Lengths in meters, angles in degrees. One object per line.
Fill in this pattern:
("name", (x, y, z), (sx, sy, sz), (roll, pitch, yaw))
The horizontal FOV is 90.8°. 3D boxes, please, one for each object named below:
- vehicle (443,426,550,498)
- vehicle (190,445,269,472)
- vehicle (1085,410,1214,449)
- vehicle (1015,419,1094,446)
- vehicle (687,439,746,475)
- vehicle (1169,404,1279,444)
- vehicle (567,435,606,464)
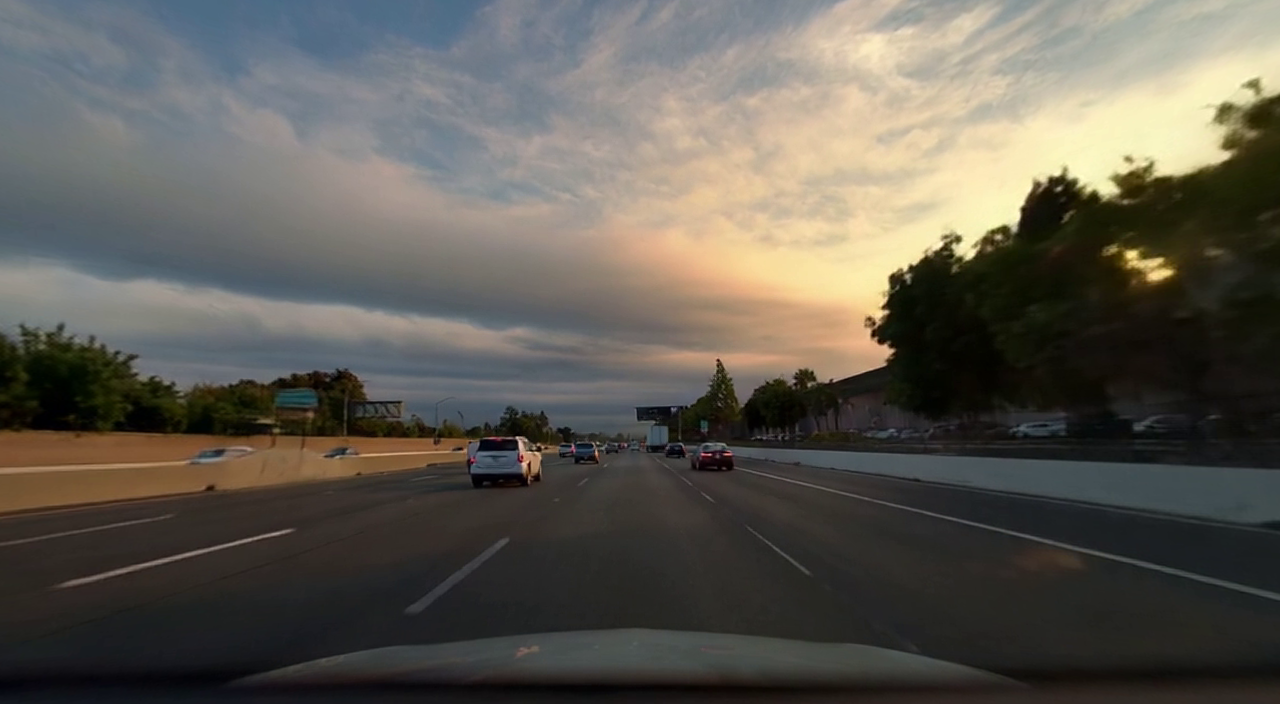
("vehicle", (-3.882, 3.062, 17.991), (1.987, 1.765, 4.508), (0, -8, 0))
("vehicle", (-24.736, 6.430, 38.273), (1.872, 1.512, 4.405), (0, -8, 0))
("vehicle", (27.293, 4.276, 34.220), (1.959, 1.935, 5.851), (0, -8, -2))
("vehicle", (32.363, 6.373, 49.565), (2.133, 1.930, 5.924), (-1, -9, 0))
("vehicle", (3.388, 4.778, 28.955), (1.957, 1.510, 4.643), (0, -8, -2))
("vehicle", (32.438, 4.028, 34.543), (2.062, 1.924, 5.623), (-1, -9, -1))
("vehicle", (-3.893, 7.196, 46.663), (2.410, 1.981, 5.355), (0, -8, 0))
